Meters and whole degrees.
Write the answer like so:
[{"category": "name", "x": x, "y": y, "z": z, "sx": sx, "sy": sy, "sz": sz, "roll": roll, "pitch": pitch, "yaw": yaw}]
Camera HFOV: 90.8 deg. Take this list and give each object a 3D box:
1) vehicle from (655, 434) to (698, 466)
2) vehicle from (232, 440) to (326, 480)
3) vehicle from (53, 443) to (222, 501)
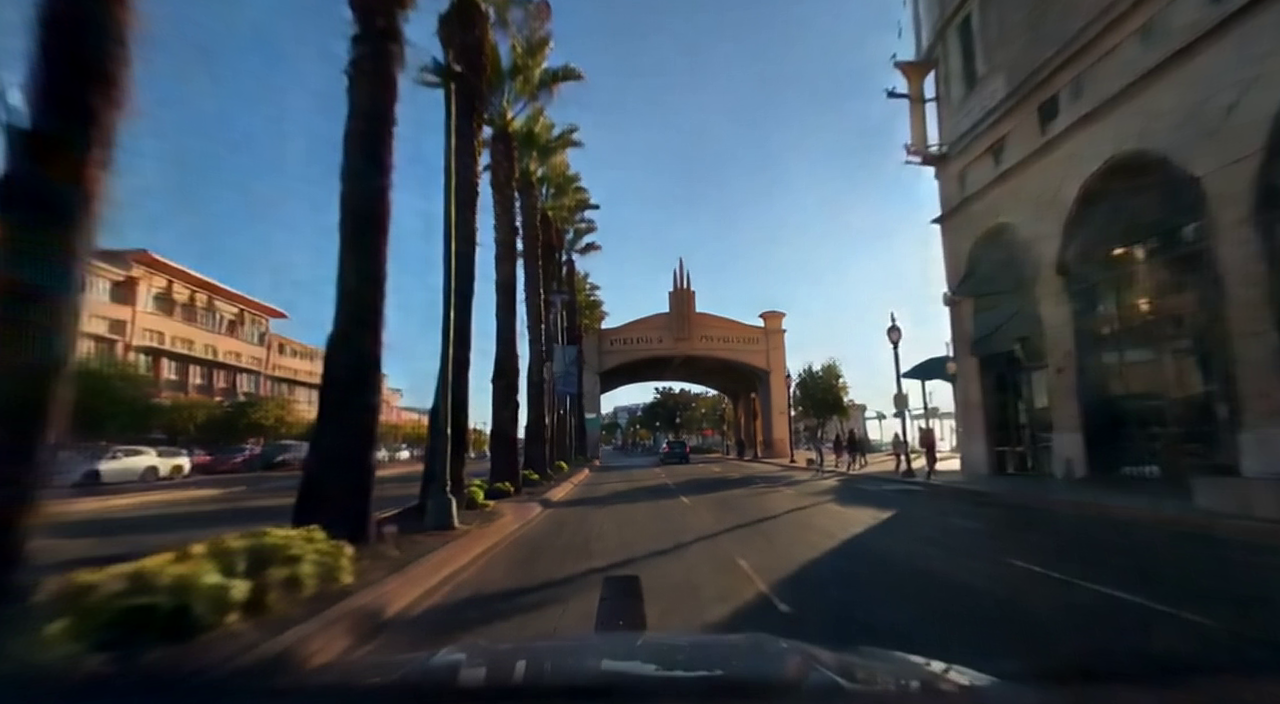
[{"category": "vehicle", "x": 2.358, "y": 6.603, "z": 42.617, "sx": 2.284, "sy": 2.010, "sz": 6.670, "roll": 0, "pitch": -9, "yaw": -2}, {"category": "vehicle", "x": -18.460, "y": 5.523, "z": 32.604, "sx": 2.136, "sy": 1.890, "sz": 4.670, "roll": 0, "pitch": -9, "yaw": -1}, {"category": "vehicle", "x": -18.119, "y": 4.308, "z": 23.233, "sx": 2.049, "sy": 1.878, "sz": 5.125, "roll": 0, "pitch": -9, "yaw": -2}]
